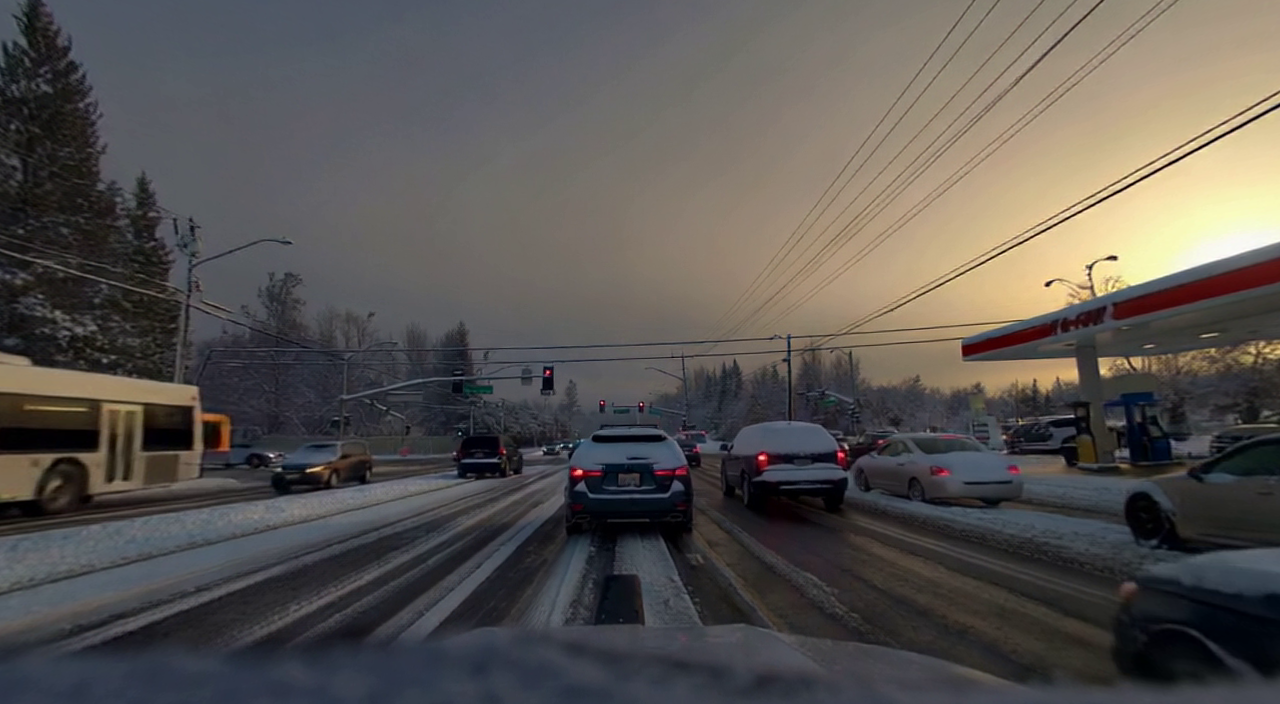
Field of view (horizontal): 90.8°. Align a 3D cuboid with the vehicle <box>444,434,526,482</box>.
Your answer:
[{"bbox_3d":[-6.386,4.434,26.747,2.190,1.795,4.993,0,-9,0],"label":"vehicle"}]

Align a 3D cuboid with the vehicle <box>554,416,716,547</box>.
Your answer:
[{"bbox_3d":[-0.118,1.985,10.282,2.087,1.677,4.053,0,-8,-2],"label":"vehicle"}]

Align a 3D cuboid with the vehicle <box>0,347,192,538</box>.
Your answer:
[{"bbox_3d":[-13.435,1.515,10.450,3.031,3.513,12.586,-1,-8,-1],"label":"vehicle"}]

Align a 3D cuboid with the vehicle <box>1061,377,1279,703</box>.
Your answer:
[{"bbox_3d":[3.032,0.648,0.775,2.006,1.483,4.278,0,-8,-1],"label":"vehicle"}]

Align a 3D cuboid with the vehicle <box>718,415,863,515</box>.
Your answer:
[{"bbox_3d":[3.033,2.402,13.809,2.049,1.813,4.245,0,-9,-1],"label":"vehicle"}]

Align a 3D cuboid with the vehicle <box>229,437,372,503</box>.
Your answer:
[{"bbox_3d":[-10.352,3.593,19.716,2.075,1.719,4.396,-2,-8,-1],"label":"vehicle"}]

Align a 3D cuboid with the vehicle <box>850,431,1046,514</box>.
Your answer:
[{"bbox_3d":[6.364,2.531,13.793,1.829,1.494,4.552,0,-8,-2],"label":"vehicle"}]
